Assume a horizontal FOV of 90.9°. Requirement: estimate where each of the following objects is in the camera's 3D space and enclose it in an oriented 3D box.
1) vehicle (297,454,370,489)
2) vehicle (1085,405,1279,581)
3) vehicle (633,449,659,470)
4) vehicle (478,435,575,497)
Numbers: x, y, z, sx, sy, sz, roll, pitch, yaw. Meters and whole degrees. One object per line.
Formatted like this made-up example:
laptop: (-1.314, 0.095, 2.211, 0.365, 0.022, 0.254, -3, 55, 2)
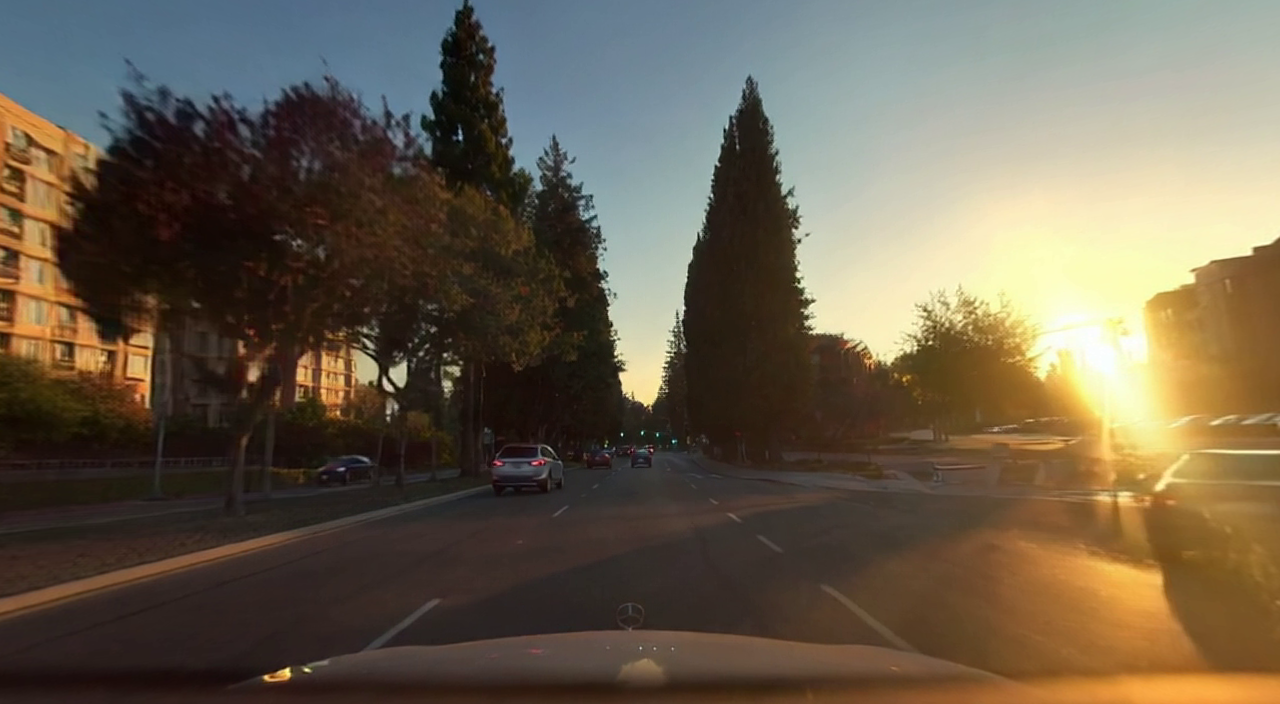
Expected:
vehicle: (-17.302, 6.732, 35.859, 1.899, 1.790, 4.340, 0, -8, 0)
vehicle: (7.141, 1.556, 7.617, 1.969, 1.593, 4.293, -4, -9, 24)
vehicle: (0.473, 8.133, 48.051, 1.940, 1.501, 4.133, 0, -8, 1)
vehicle: (-3.651, 3.777, 21.330, 2.216, 1.828, 4.886, 0, -8, 2)
